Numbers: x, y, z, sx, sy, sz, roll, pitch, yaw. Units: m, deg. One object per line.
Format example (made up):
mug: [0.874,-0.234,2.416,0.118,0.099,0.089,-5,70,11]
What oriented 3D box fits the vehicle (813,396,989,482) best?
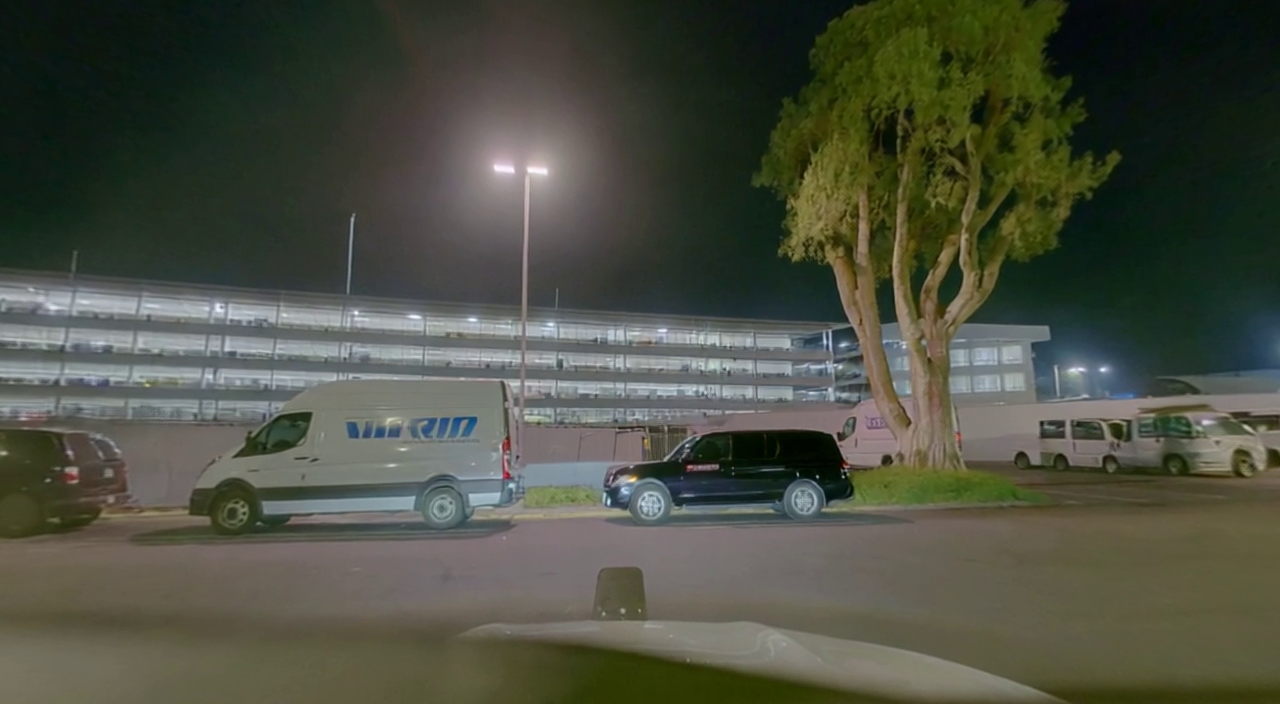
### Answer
vehicle: [7.939,2.791,20.209,2.491,2.324,5.986,1,-8,-6]

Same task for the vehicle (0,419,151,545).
vehicle: [-12.588,2.179,10.819,6.311,1.951,2.161,1,-8,-6]

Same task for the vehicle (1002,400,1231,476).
vehicle: [15.767,2.954,21.699,2.228,2.126,6.632,-1,-8,-5]

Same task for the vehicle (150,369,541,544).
vehicle: [-4.846,1.830,11.479,5.899,2.757,2.257,1,-8,-6]

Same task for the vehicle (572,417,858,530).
vehicle: [1.244,2.224,11.959,4.992,1.894,2.043,1,-8,-7]
